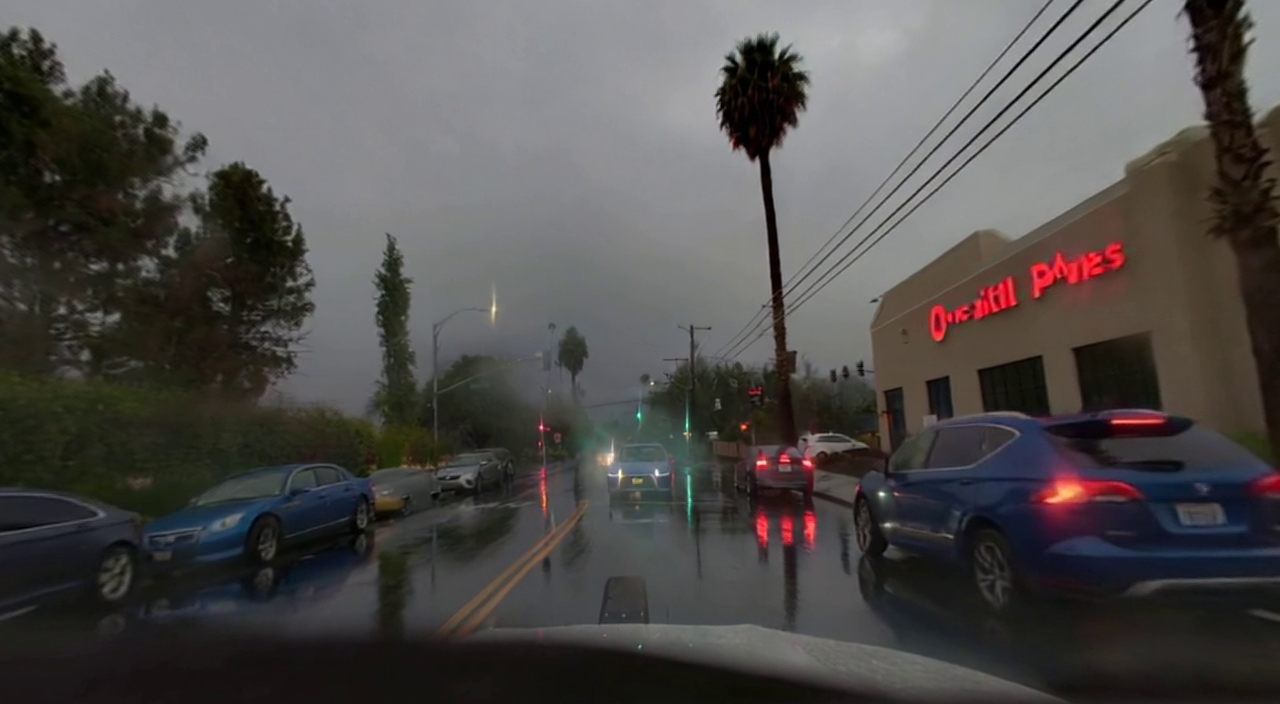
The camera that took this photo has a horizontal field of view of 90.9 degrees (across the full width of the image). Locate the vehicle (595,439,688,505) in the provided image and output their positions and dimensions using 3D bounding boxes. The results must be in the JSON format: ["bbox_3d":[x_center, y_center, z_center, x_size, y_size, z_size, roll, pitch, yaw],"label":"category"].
[{"bbox_3d":[0.023,2.968,16.075,2.060,1.452,4.078,0,-9,0],"label":"vehicle"}]

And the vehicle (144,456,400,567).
[{"bbox_3d":[-6.139,2.659,11.318,1.850,1.482,4.454,0,-8,1],"label":"vehicle"}]

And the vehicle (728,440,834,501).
[{"bbox_3d":[3.644,3.140,17.191,1.821,1.417,4.454,0,-9,0],"label":"vehicle"}]

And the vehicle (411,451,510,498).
[{"bbox_3d":[-6.301,4.325,22.767,2.105,1.469,4.693,0,-9,1],"label":"vehicle"}]

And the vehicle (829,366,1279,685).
[{"bbox_3d":[3.671,1.349,6.198,2.099,1.786,5.198,0,-9,1],"label":"vehicle"}]

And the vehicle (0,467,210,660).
[{"bbox_3d":[-6.148,1.768,5.145,1.874,1.472,4.668,0,-8,2],"label":"vehicle"}]
